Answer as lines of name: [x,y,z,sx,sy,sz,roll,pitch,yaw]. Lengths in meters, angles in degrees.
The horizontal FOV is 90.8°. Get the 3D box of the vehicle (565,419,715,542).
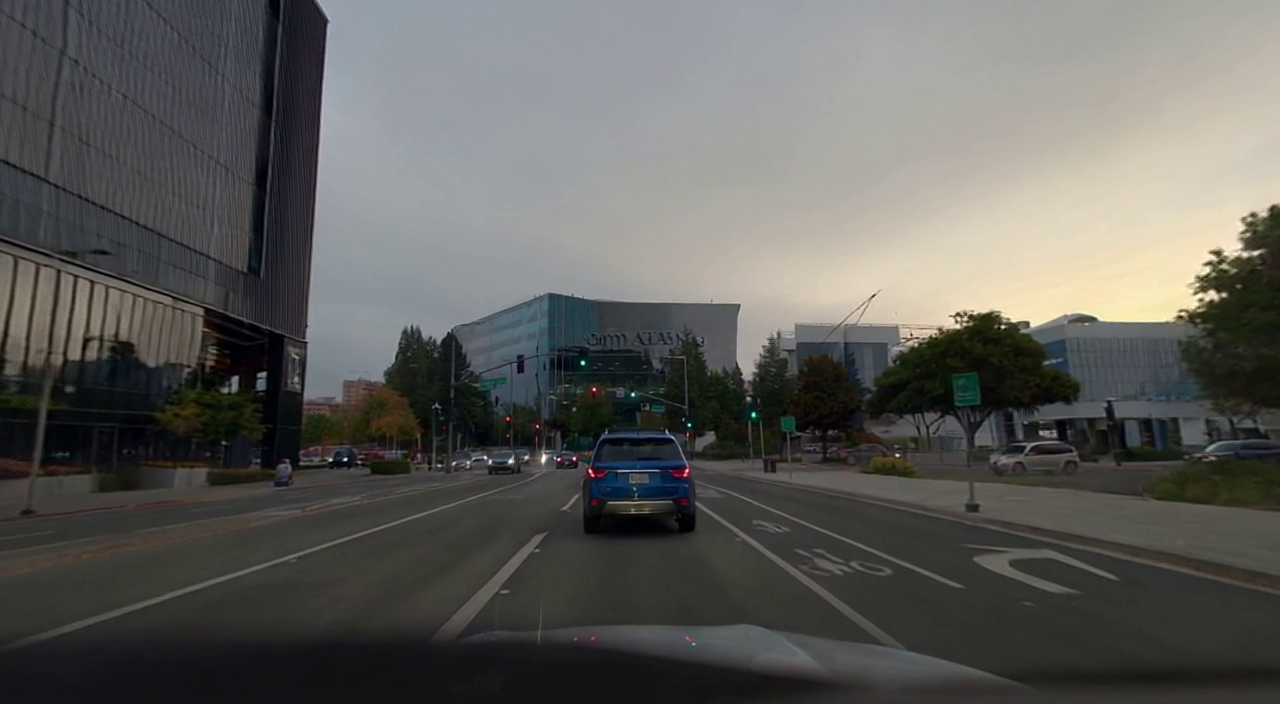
vehicle: [-0.074,2.175,11.304,2.183,1.765,4.059,0,-9,-2]

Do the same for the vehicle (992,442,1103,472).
vehicle: [22.388,5.763,34.851,4.571,1.558,2.171,0,-9,-2]

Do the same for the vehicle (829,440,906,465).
vehicle: [15.112,6.708,42.164,4.422,1.563,1.751,0,-9,-2]

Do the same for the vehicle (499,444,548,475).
vehicle: [-6.584,6.101,36.113,2.028,1.655,4.189,0,-9,-1]
